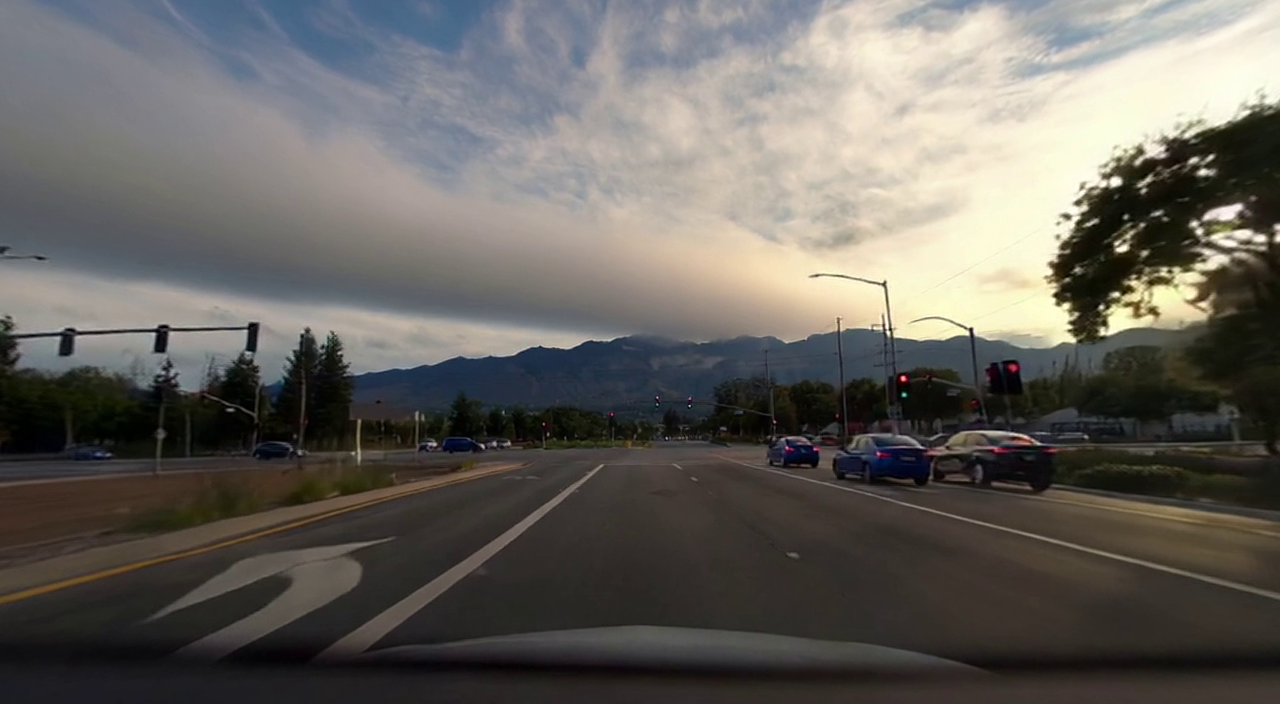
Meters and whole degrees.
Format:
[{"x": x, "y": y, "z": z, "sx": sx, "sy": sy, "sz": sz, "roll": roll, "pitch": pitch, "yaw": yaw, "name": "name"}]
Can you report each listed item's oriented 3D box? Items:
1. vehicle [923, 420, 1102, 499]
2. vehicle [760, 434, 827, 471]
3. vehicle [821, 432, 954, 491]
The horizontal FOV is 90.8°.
[{"x": 9.582, "y": 2.806, "z": 16.824, "sx": 1.977, "sy": 1.773, "sz": 4.646, "roll": 0, "pitch": -8, "yaw": 1, "name": "vehicle"}, {"x": 6.944, "y": 4.584, "z": 29.030, "sx": 1.899, "sy": 1.570, "sz": 4.666, "roll": 0, "pitch": -8, "yaw": 0, "name": "vehicle"}, {"x": 6.963, "y": 3.135, "z": 18.407, "sx": 1.990, "sy": 1.480, "sz": 4.624, "roll": 0, "pitch": -8, "yaw": 0, "name": "vehicle"}]
